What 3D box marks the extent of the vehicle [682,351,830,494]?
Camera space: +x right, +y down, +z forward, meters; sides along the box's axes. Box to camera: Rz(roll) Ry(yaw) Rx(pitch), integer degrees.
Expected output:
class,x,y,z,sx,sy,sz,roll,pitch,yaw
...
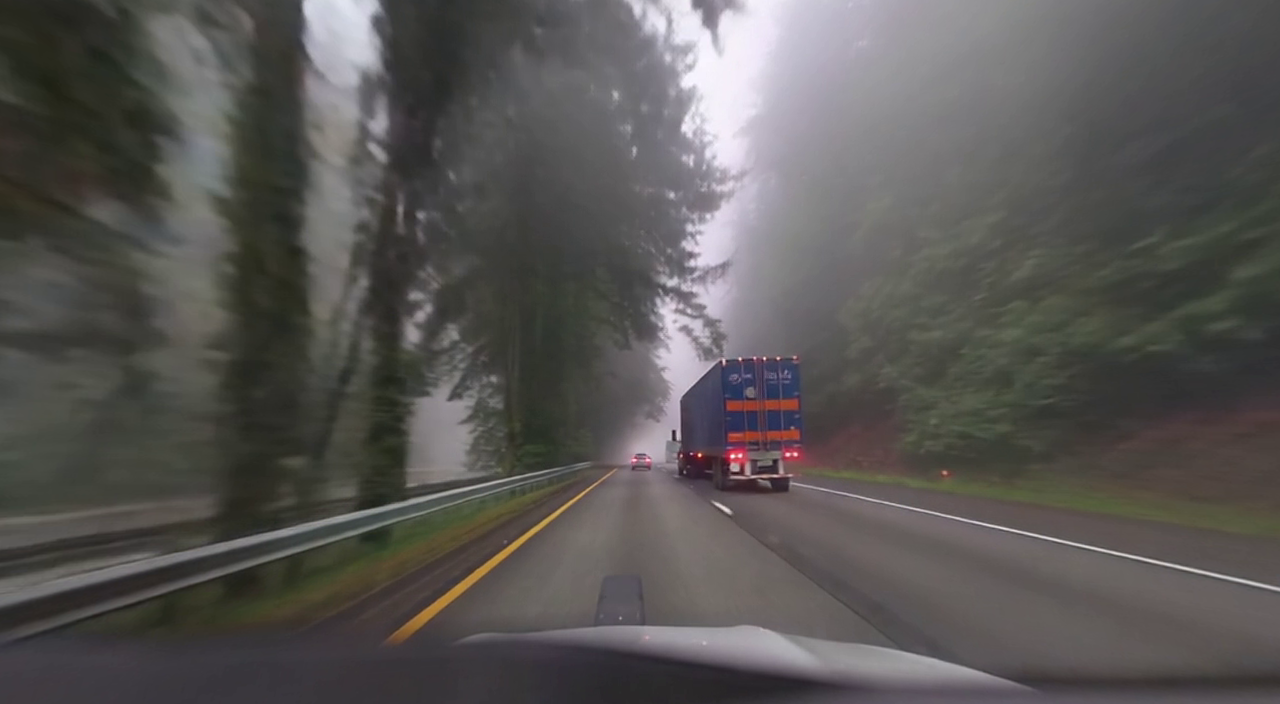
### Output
class,x,y,z,sx,sy,sz,roll,pitch,yaw
vehicle,3.721,2.879,23.906,3.440,4.090,11.380,0,-9,0
